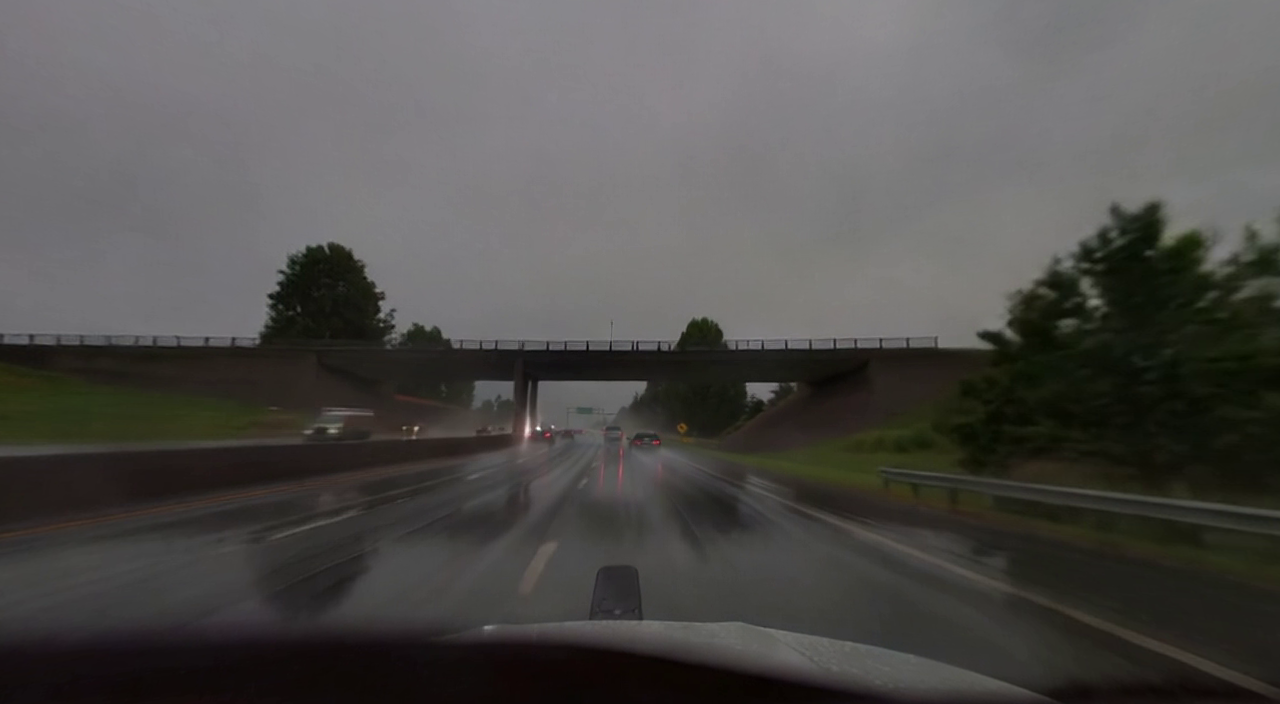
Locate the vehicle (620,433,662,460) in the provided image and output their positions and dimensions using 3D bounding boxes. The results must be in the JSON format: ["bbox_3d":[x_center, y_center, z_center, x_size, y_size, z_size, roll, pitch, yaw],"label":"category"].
[{"bbox_3d":[-0.011,5.025,33.488,1.999,1.329,3.913,1,-8,-3],"label":"vehicle"}]
